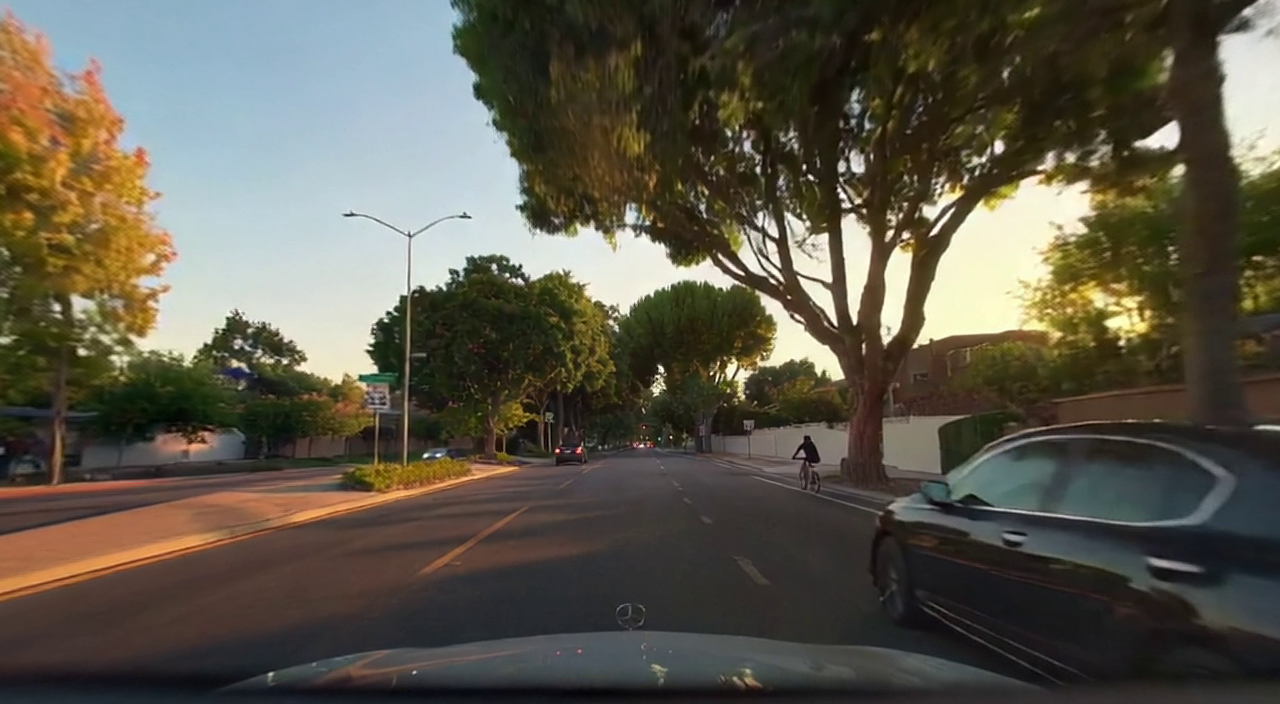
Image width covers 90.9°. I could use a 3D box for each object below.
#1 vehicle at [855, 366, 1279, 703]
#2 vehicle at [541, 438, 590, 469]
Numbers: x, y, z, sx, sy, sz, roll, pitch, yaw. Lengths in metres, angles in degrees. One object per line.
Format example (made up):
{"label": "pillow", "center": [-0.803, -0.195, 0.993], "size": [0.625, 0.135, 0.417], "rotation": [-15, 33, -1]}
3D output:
{"label": "vehicle", "center": [2.815, 0.964, 2.898], "size": [1.992, 1.511, 4.464], "rotation": [0, -8, -1]}
{"label": "vehicle", "center": [-3.851, 5.312, 33.207], "size": [2.011, 1.480, 4.517], "rotation": [0, -8, 0]}
